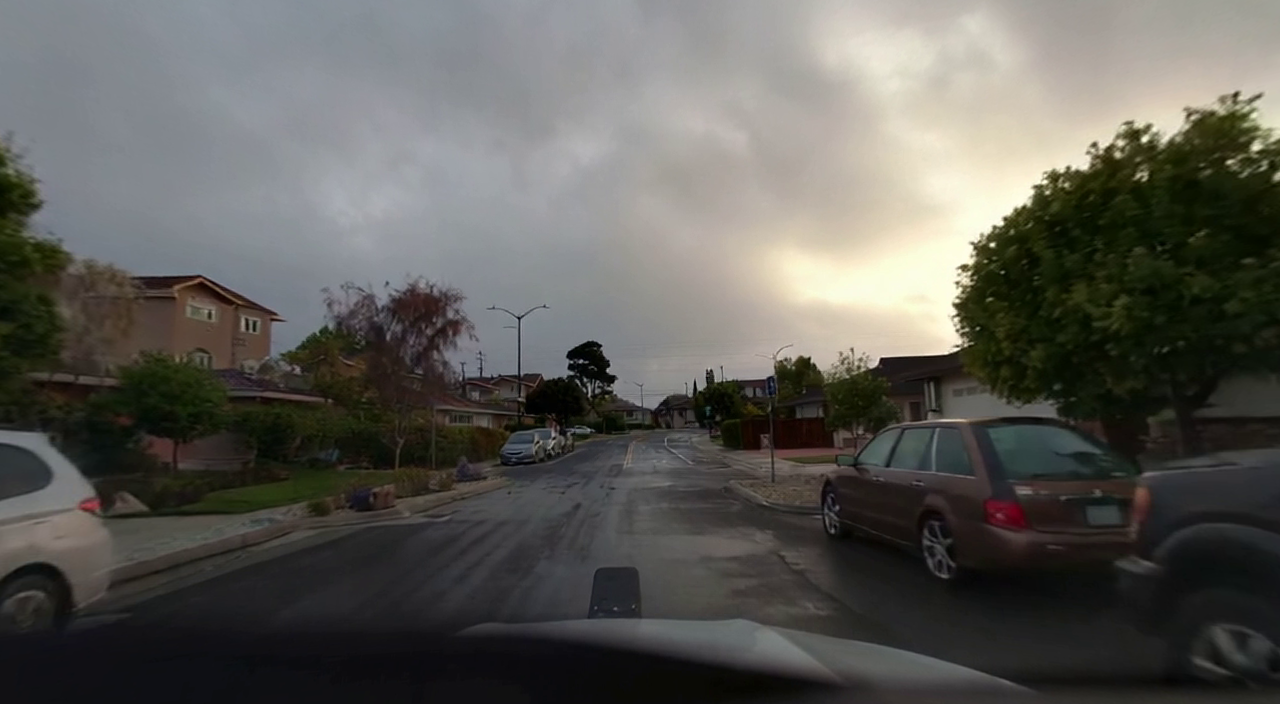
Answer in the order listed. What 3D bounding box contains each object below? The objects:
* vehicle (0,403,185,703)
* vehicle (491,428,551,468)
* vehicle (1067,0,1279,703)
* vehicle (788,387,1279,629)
[{"bbox_3d":[-4.309,0.929,2.328,2.034,1.552,4.285,0,-8,0],"label":"vehicle"},{"bbox_3d":[-5.657,4.605,30.517,2.147,1.780,4.165,0,-8,-1],"label":"vehicle"},{"bbox_3d":[3.585,-0.052,0.312,2.541,3.000,5.932,0,-8,1],"label":"vehicle"},{"bbox_3d":[3.249,1.352,6.613,2.073,1.619,4.574,0,-8,-3],"label":"vehicle"}]
